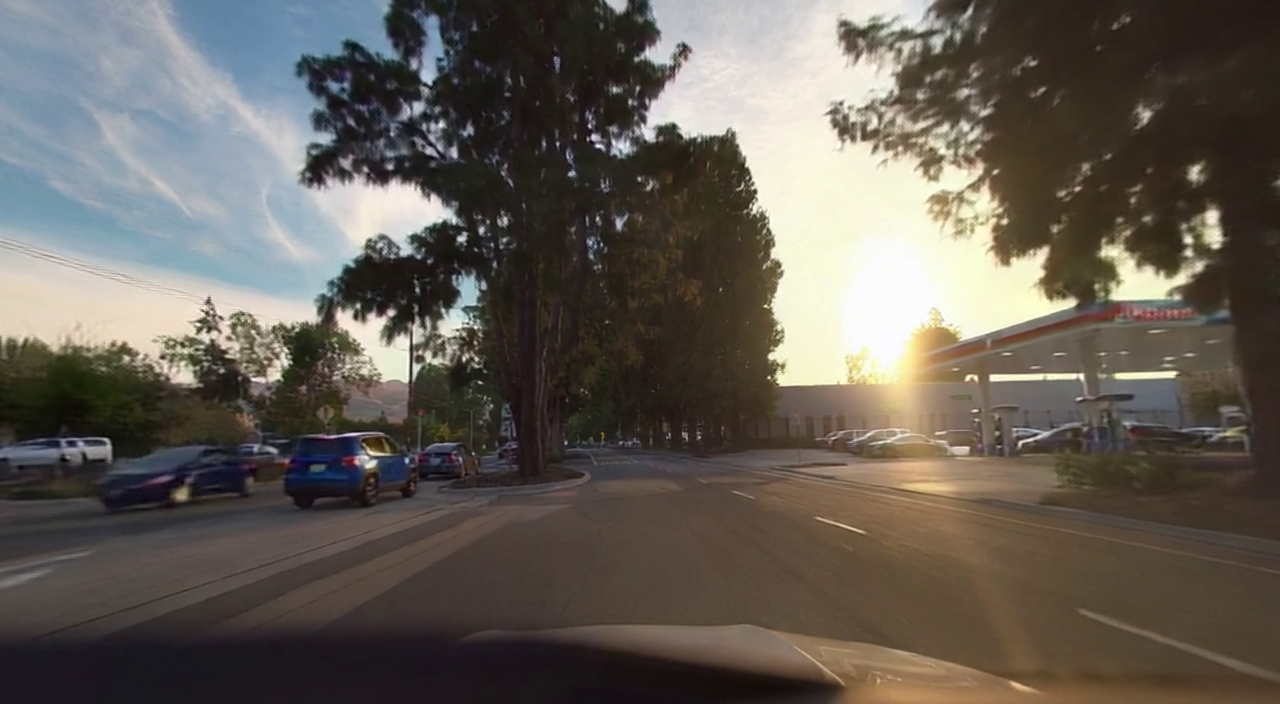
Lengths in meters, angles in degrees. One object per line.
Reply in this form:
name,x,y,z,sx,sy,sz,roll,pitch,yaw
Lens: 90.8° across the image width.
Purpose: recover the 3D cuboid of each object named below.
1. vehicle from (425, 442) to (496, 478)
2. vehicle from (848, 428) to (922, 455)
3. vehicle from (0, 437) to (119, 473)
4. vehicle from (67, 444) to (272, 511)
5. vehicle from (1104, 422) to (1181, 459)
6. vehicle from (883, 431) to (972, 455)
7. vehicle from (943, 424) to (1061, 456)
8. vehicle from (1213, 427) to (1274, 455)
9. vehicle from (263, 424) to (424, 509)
vehicle,-7.841,4.733,28.012,1.982,1.465,4.376,0,-9,-2
vehicle,17.754,6.485,45.921,4.422,1.586,1.990,-4,-6,-2
vehicle,-28.872,5.048,31.200,4.390,1.665,1.934,4,-10,-27
vehicle,-11.791,3.129,16.334,1.950,1.471,4.557,0,-9,-3
vehicle,21.445,3.800,26.889,4.557,1.434,1.916,8,-12,-44
vehicle,18.658,5.941,41.156,4.800,1.459,2.051,1,-9,-5
vehicle,19.004,4.665,33.370,4.868,1.610,2.223,0,-9,-2
vehicle,32.638,4.833,34.246,1.894,1.434,4.308,-7,-11,38
vehicle,-7.001,2.740,15.575,1.987,1.747,4.545,0,-9,-4
